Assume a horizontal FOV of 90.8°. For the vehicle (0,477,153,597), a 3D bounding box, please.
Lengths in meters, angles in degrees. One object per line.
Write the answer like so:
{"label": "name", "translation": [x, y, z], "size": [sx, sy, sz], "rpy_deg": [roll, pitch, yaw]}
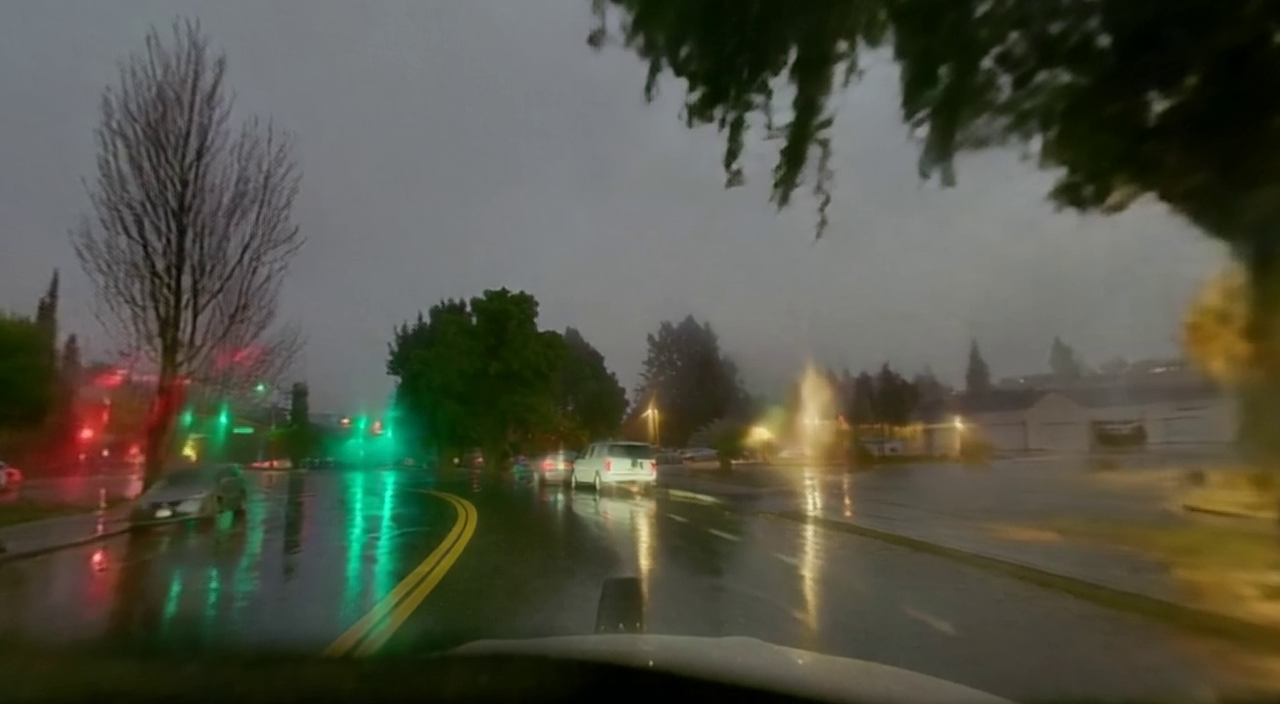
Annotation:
{"label": "vehicle", "translation": [-8.344, 2.049, 6.041], "size": [2.876, 1.170, 6.732], "rpy_deg": [-3, -8, -8]}

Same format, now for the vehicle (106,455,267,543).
{"label": "vehicle", "translation": [-10.622, 3.366, 15.240], "size": [2.142, 1.483, 4.629], "rpy_deg": [-2, -7, -23]}

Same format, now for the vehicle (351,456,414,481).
{"label": "vehicle", "translation": [-17.692, 7.929, 43.299], "size": [4.789, 1.509, 2.016], "rpy_deg": [-8, -12, 42]}

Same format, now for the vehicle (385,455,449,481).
{"label": "vehicle", "translation": [-14.004, 7.228, 39.593], "size": [1.884, 1.508, 4.713], "rpy_deg": [8, -12, -44]}

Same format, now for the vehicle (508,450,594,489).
{"label": "vehicle", "translation": [-4.008, 5.101, 27.830], "size": [2.066, 1.509, 4.579], "rpy_deg": [5, -10, -31]}

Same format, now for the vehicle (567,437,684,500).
{"label": "vehicle", "translation": [-0.639, 3.793, 21.082], "size": [2.289, 1.785, 4.944], "rpy_deg": [3, -9, -22]}

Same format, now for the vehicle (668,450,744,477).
{"label": "vehicle", "translation": [3.766, 6.264, 35.773], "size": [2.218, 1.373, 4.156], "rpy_deg": [-8, -11, 41]}
